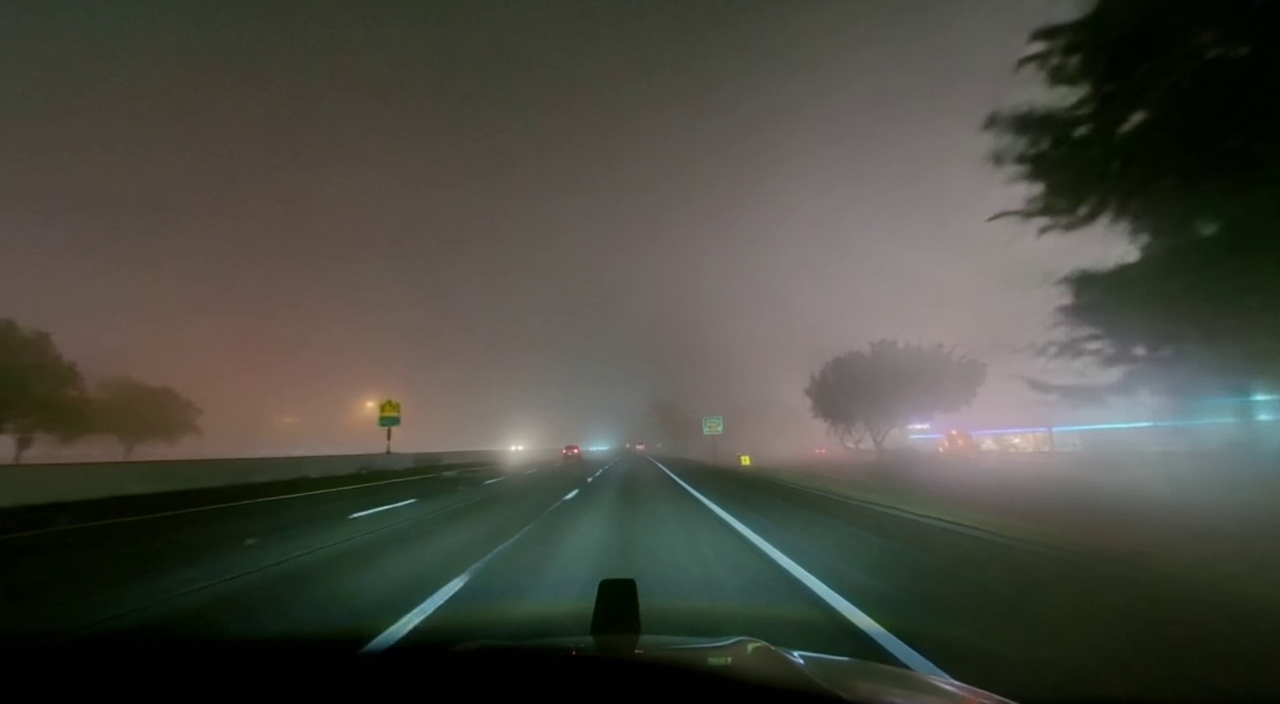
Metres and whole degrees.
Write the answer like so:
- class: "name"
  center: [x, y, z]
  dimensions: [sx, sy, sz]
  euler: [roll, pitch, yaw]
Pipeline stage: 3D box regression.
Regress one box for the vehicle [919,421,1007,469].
- class: "vehicle"
  center: [24.725, 7.193, 48.914]
  dimensions: [3.065, 3.244, 7.356]
  euler: [-2, -9, 2]
